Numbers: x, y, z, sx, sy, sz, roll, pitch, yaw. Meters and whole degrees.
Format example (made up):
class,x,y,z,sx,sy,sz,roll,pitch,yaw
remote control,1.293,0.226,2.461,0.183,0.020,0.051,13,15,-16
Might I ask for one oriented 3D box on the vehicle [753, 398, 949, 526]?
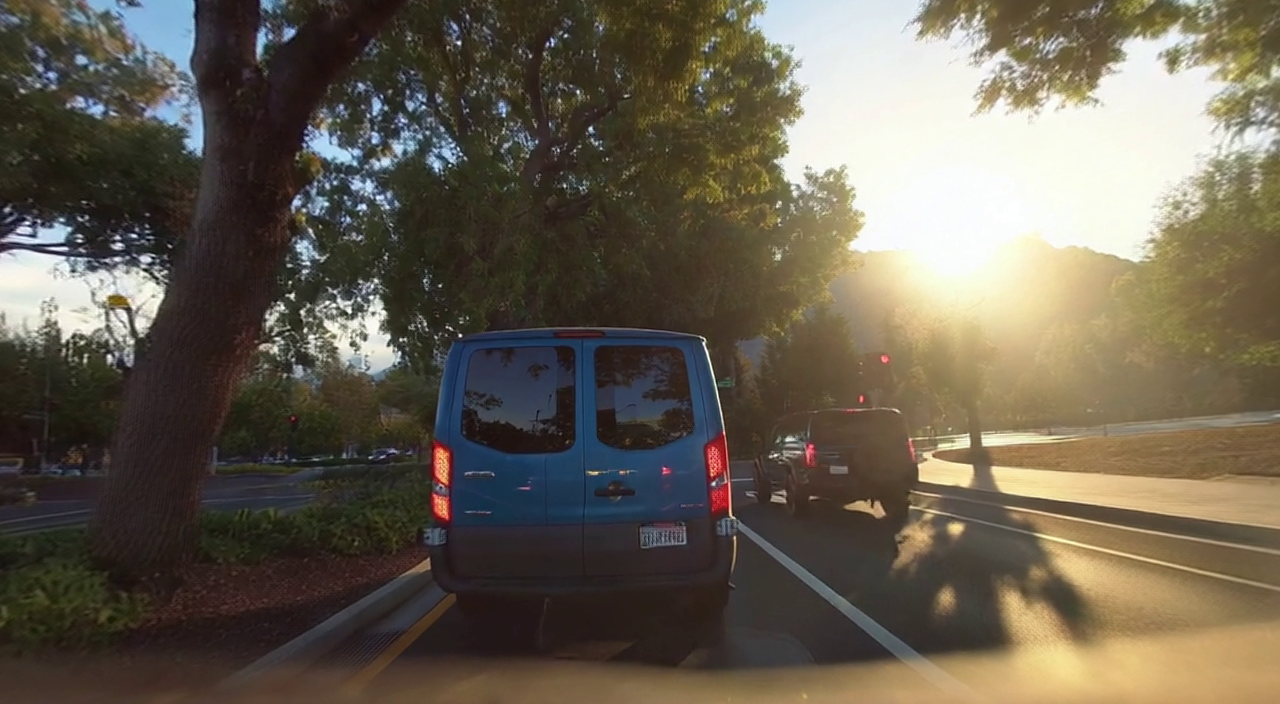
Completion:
class,x,y,z,sx,sy,sz,roll,pitch,yaw
vehicle,3.477,1.923,11.372,1.988,1.873,3.968,0,-9,-2

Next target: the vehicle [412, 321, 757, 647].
class,x,y,z,sx,sy,sz,roll,pitch,yaw
vehicle,-0.307,1.130,6.195,2.145,2.046,4.309,0,-9,1
